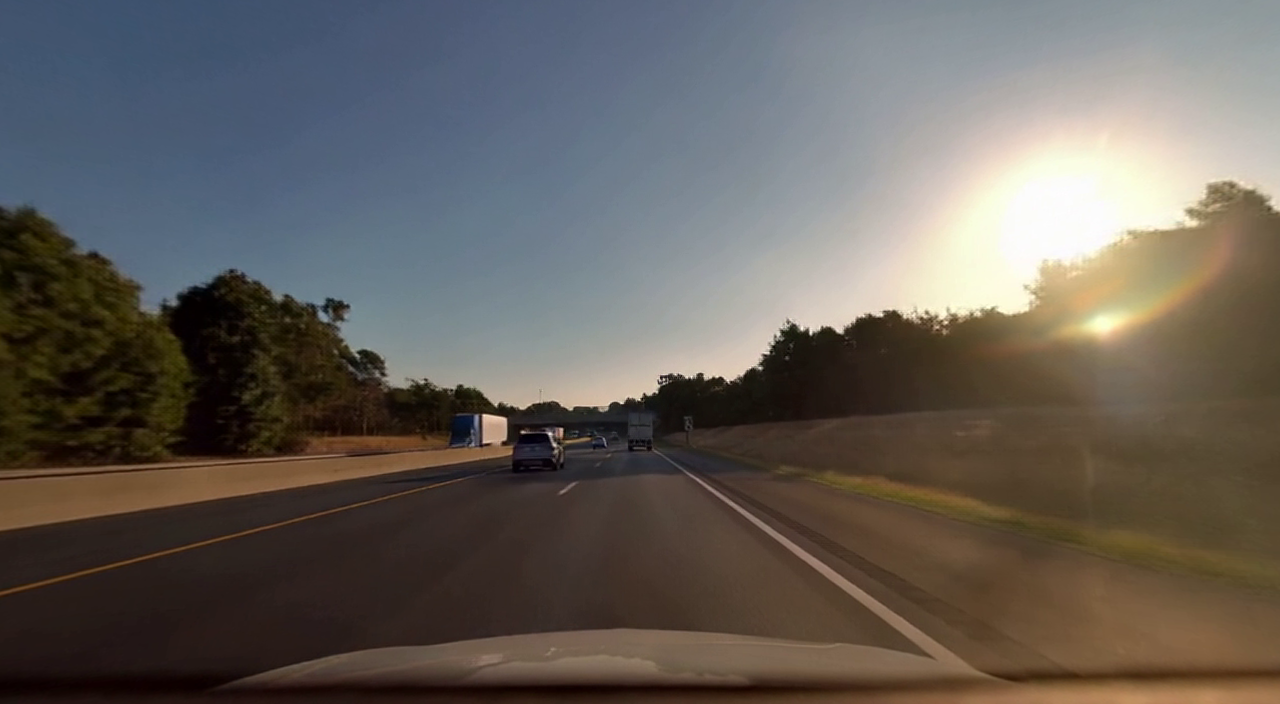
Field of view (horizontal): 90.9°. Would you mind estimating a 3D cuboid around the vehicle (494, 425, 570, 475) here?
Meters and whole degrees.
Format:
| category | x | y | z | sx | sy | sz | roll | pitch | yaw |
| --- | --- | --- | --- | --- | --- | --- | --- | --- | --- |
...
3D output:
| category | x | y | z | sx | sy | sz | roll | pitch | yaw |
| --- | --- | --- | --- | --- | --- | --- | --- | --- | --- |
| vehicle | -3.849 | 3.583 | 23.258 | 2.045 | 1.655 | 4.301 | 0 | -8 | 0 |
